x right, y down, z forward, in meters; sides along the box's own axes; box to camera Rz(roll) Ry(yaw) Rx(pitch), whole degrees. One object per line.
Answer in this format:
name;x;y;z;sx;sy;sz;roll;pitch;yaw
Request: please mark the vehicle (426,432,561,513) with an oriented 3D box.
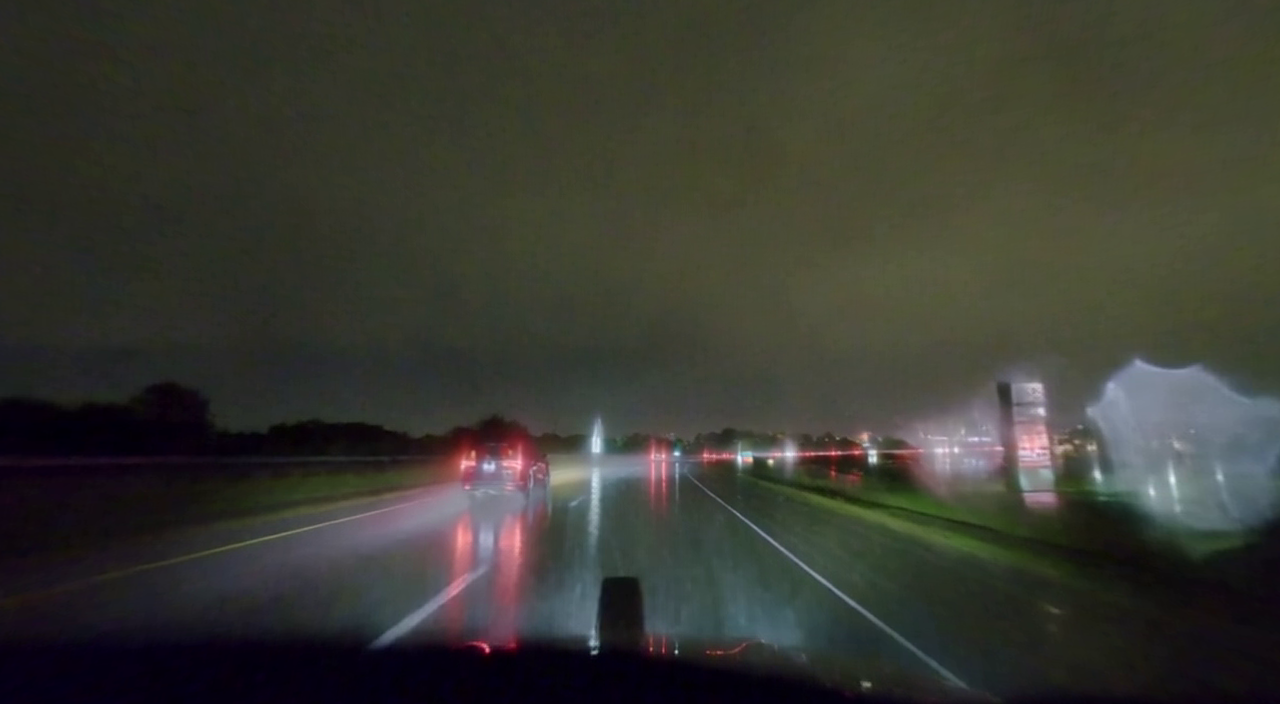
vehicle;-3.570;3.059;16.466;2.193;1.771;4.757;0;-9;2
